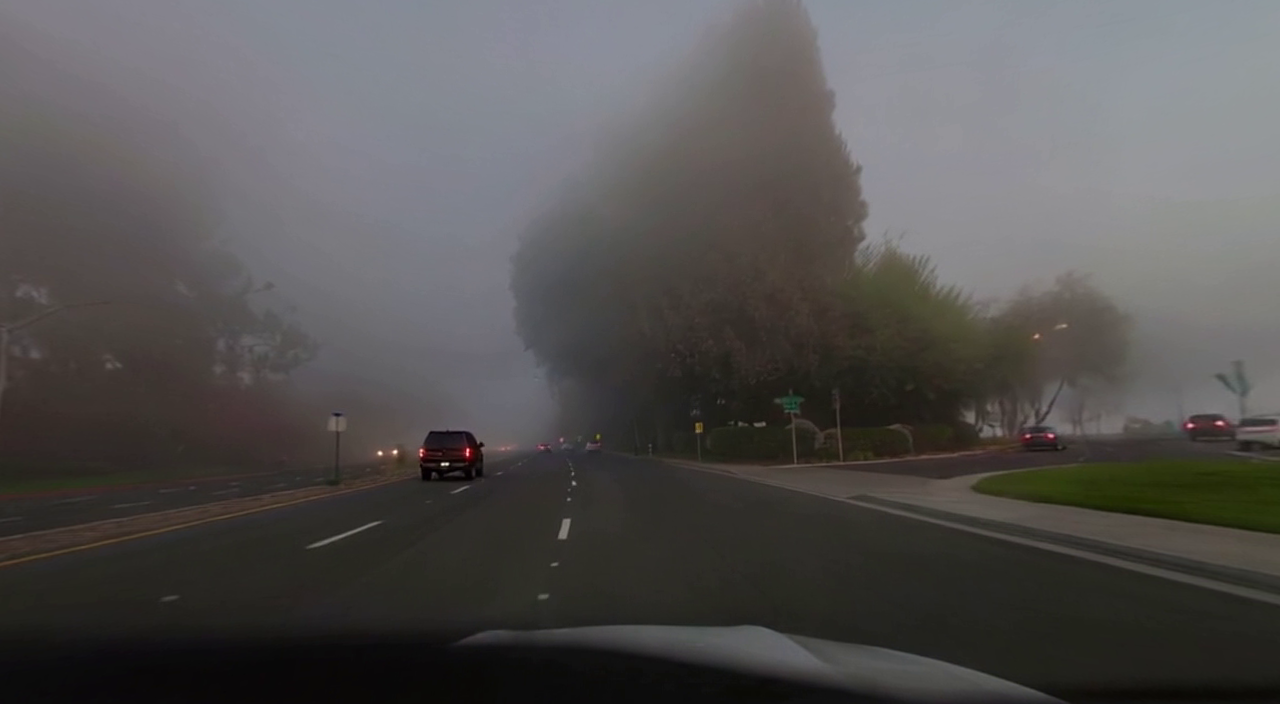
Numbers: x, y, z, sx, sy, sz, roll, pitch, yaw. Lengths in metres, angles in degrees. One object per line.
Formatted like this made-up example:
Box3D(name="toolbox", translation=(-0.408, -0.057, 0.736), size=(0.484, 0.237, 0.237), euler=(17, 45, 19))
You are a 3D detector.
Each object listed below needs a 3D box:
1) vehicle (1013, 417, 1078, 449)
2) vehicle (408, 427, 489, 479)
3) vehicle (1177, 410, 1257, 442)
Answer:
Box3D(name="vehicle", translation=(24.341, 4.908, 37.597), size=(4.646, 1.768, 1.990), euler=(8, -12, -41))
Box3D(name="vehicle", translation=(-8.718, 4.673, 29.245), size=(2.507, 2.161, 6.049), euler=(1, -9, -7))
Box3D(name="vehicle", translation=(35.550, 4.623, 38.584), size=(6.133, 1.800, 2.631), euler=(7, -11, -39))
